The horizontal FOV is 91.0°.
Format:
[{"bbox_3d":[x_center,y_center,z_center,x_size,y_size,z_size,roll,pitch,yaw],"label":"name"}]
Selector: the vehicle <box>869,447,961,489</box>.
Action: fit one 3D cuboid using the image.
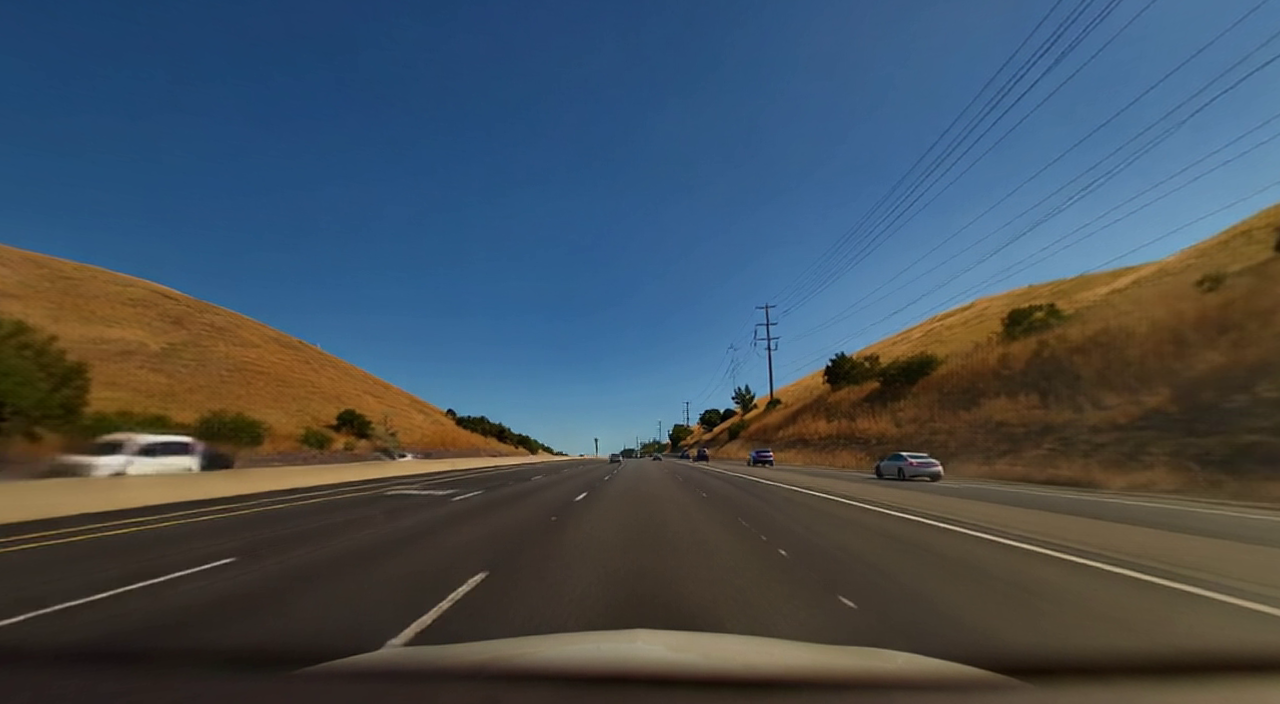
[{"bbox_3d":[10.807,4.558,25.036,1.884,1.486,3.770,1,-8,-1],"label":"vehicle"}]
